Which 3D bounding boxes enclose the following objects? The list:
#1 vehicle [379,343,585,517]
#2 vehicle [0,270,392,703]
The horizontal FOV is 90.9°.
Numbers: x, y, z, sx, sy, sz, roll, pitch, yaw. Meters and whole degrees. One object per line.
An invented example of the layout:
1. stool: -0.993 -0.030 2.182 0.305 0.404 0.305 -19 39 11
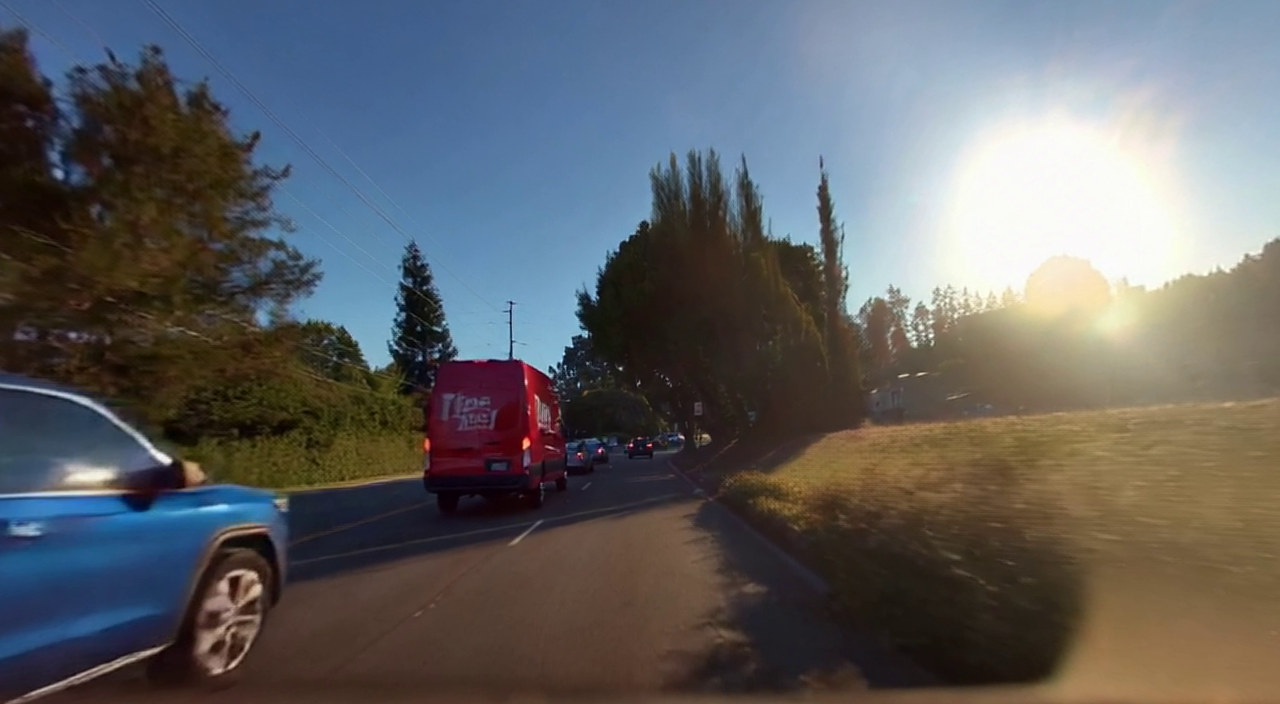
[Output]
1. vehicle: -3.283 2.064 16.155 2.818 3.181 9.114 0 -8 0
2. vehicle: -2.907 0.658 1.605 2.187 1.821 5.501 0 -8 1
